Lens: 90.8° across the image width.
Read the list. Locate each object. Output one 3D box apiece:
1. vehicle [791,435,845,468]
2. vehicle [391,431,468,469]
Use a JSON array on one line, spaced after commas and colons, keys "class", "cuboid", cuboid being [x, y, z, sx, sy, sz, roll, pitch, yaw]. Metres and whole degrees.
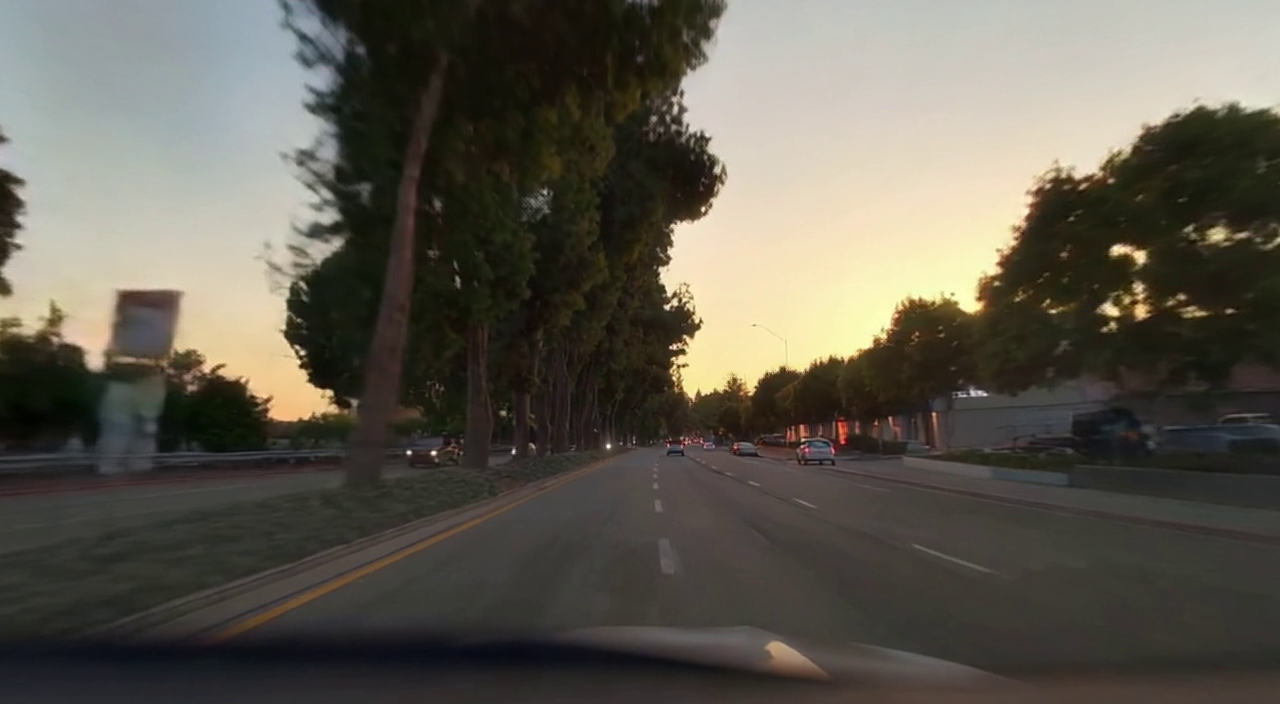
[{"class": "vehicle", "cuboid": [11.373, 6.434, 40.731, 2.264, 1.958, 5.135, -1, -9, 4]}, {"class": "vehicle", "cuboid": [-14.179, 6.678, 43.190, 2.626, 2.310, 6.781, -1, -9, 3]}]
